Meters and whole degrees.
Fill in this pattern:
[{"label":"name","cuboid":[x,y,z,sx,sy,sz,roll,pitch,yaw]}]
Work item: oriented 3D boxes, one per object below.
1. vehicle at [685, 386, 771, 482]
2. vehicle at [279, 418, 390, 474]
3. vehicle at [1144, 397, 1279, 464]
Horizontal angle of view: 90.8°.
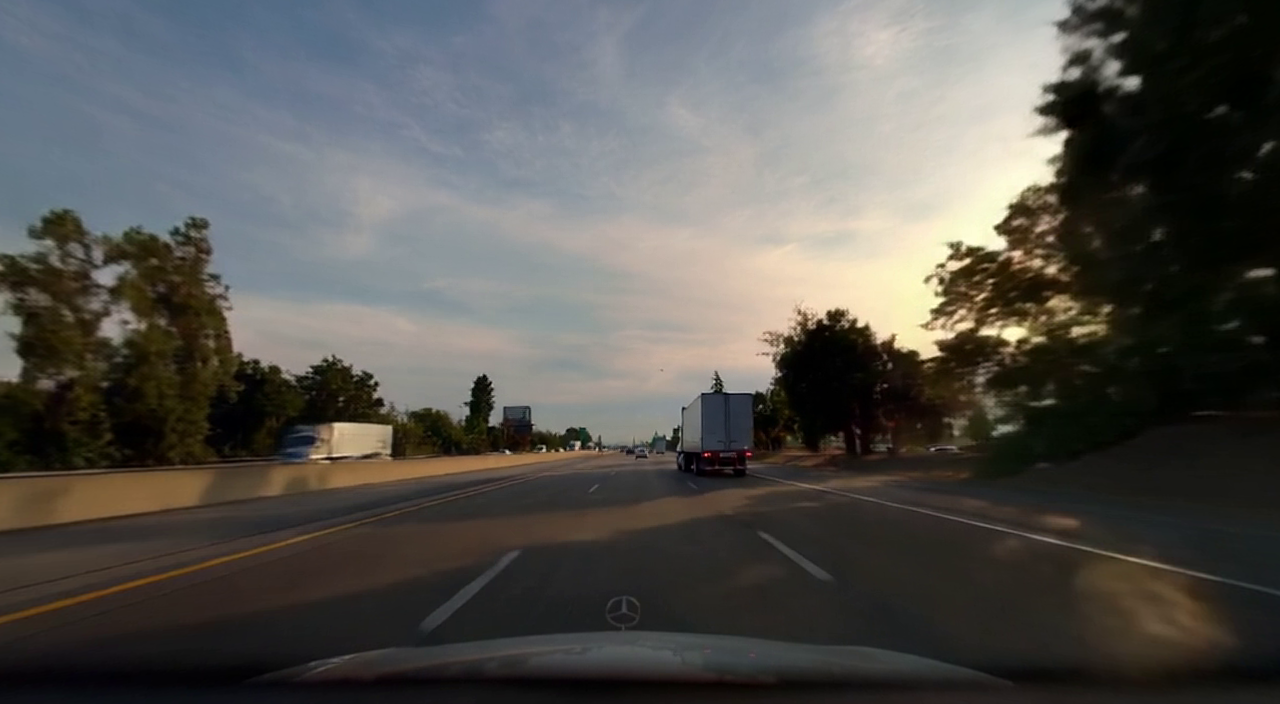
[{"label":"vehicle","cuboid":[4.443,4.629,34.911,3.058,4.312,12.251,0,-8,0]},{"label":"vehicle","cuboid":[-19.888,6.250,41.822,2.922,3.301,8.505,0,-9,1]},{"label":"vehicle","cuboid":[40.099,5.606,43.676,3.058,4.007,11.965,-2,-9,14]}]
